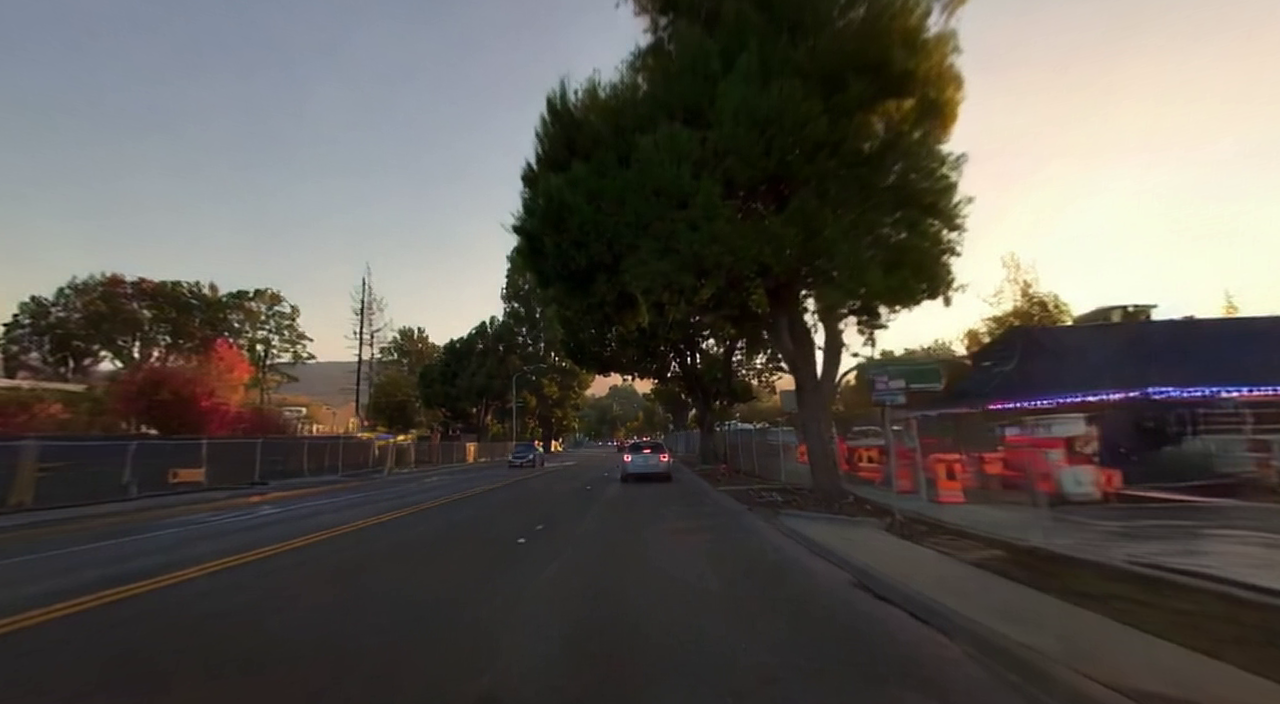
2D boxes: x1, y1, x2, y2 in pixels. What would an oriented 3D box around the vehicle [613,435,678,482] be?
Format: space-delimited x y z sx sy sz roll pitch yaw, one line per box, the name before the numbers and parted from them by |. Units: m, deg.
vehicle | 0.164 3.821 22.789 2.144 1.514 4.063 0 -8 0
